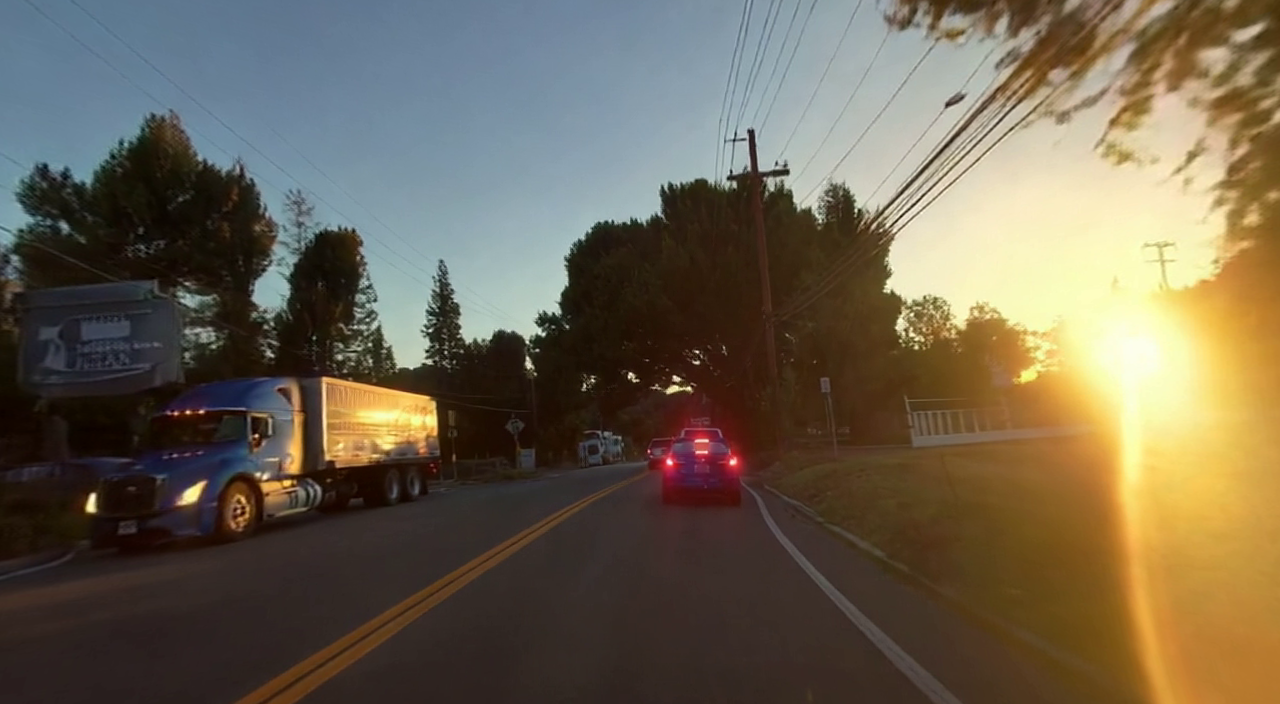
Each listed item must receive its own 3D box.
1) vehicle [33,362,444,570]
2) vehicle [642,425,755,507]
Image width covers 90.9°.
[{"bbox_3d":[-7.893,2.201,14.094,3.395,3.071,7.634,-7,-6,9],"label":"vehicle"},{"bbox_3d":[1.216,2.415,13.714,2.081,1.503,3.726,-1,-8,4],"label":"vehicle"}]
